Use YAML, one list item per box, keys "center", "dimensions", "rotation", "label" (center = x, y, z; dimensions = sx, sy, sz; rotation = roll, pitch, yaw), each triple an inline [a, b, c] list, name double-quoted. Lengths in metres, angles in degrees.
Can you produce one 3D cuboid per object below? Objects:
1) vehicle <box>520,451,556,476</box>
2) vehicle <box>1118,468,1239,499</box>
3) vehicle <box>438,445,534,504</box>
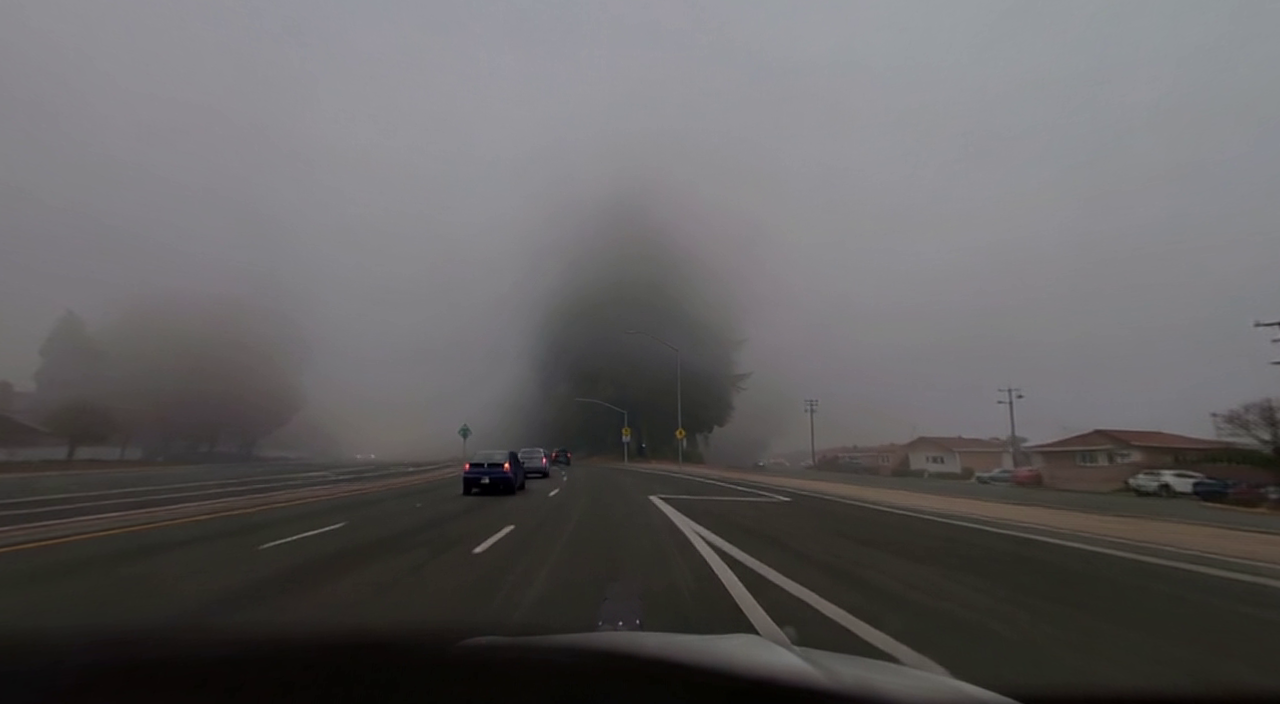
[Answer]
- center: [-6.391, 7.006, 39.902]
  dimensions: [1.904, 1.476, 3.736]
  rotation: [0, -8, -4]
  label: "vehicle"
- center: [36.179, 8.836, 42.806]
  dimensions: [2.105, 1.703, 6.354]
  rotation: [1, -9, -7]
  label: "vehicle"
- center: [-4.739, 3.789, 20.136]
  dimensions: [2.098, 1.613, 4.606]
  rotation: [0, -8, -3]
  label: "vehicle"
